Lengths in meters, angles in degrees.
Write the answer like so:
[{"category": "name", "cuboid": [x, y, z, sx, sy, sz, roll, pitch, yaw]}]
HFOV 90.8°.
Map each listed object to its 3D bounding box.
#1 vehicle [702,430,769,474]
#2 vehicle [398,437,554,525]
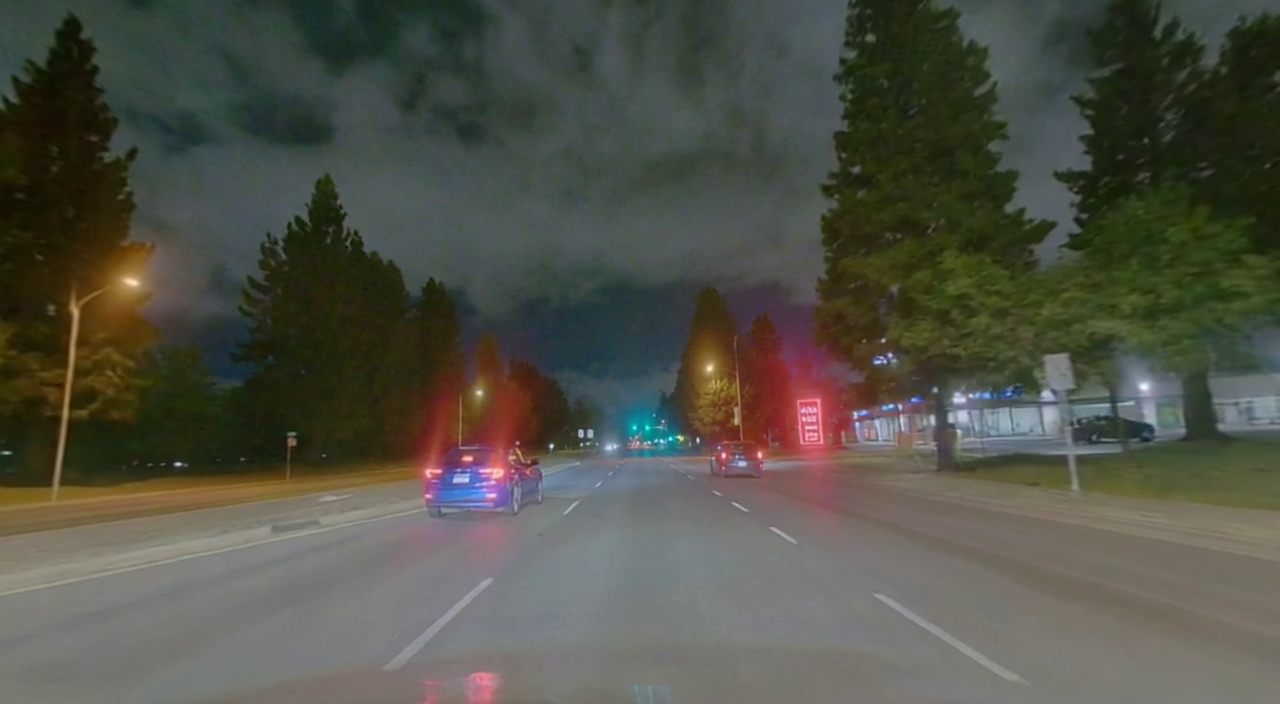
[{"category": "vehicle", "cuboid": [4.699, 5.053, 32.039, 2.476, 2.016, 5.586, 0, -8, 0]}, {"category": "vehicle", "cuboid": [-3.120, 2.543, 13.062, 2.017, 1.470, 4.293, 0, -8, 1]}]
